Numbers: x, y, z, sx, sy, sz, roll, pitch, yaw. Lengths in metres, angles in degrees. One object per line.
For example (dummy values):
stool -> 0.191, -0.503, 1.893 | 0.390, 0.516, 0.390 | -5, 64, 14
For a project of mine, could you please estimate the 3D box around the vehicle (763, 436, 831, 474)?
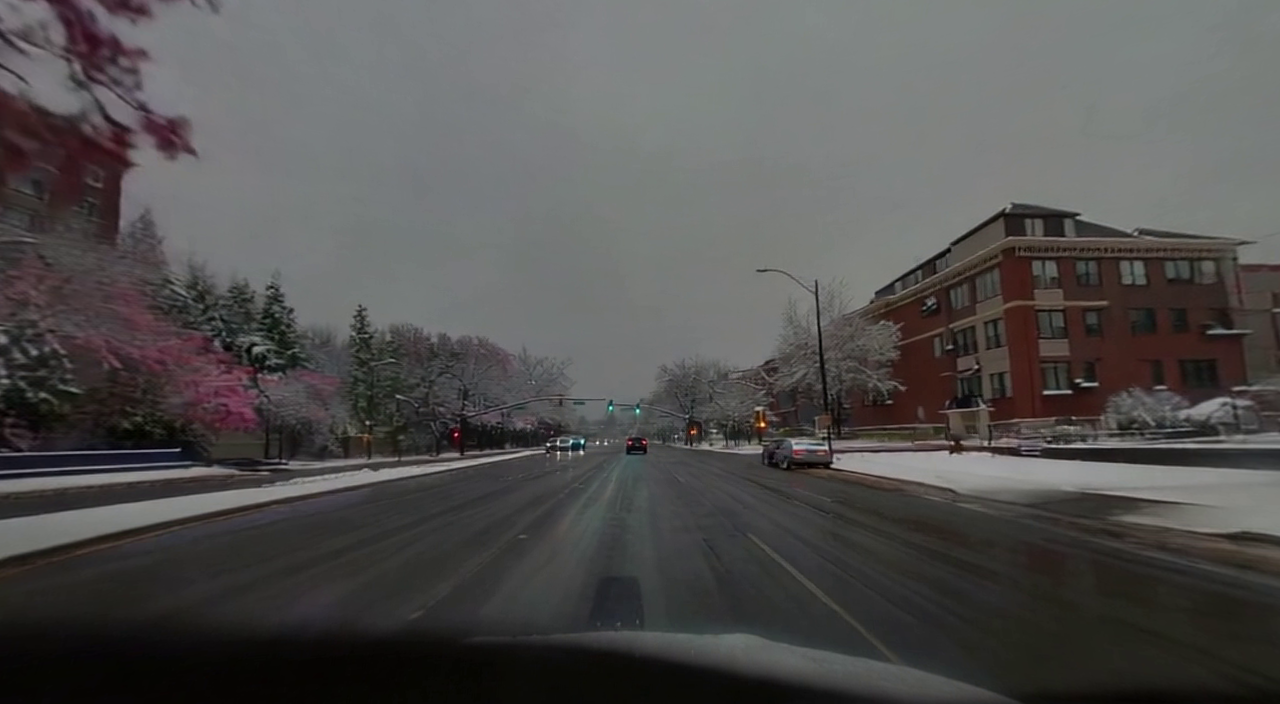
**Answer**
vehicle -> 7.125, 4.713, 29.137 | 1.933, 1.580, 4.162 | 0, -8, -1

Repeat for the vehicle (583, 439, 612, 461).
vehicle -> -3.197, 7.510, 48.525 | 1.993, 1.637, 4.068 | 0, -8, 0
